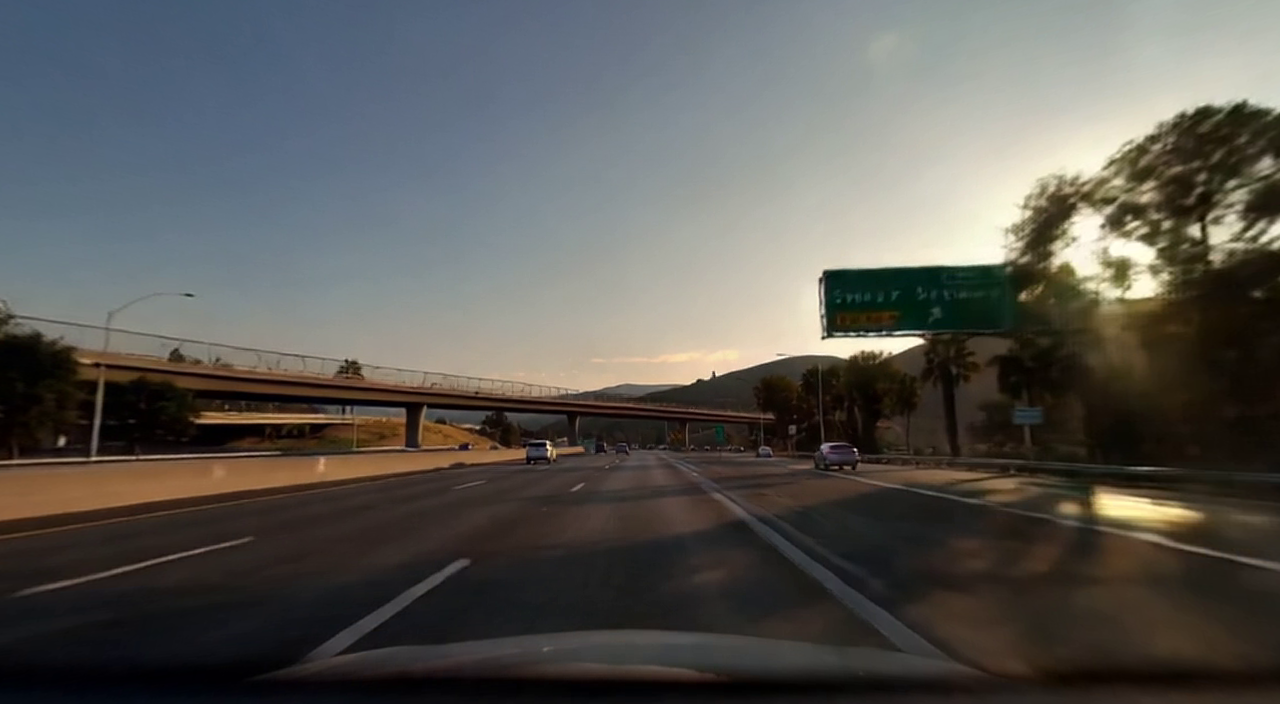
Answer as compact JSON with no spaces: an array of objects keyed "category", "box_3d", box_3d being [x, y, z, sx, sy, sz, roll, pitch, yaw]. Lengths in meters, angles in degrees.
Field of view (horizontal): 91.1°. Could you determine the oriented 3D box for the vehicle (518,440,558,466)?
[{"category":"vehicle","box_3d":[-6.850,6.811,42.557,1.935,1.633,3.955,0,-8,1]}]
